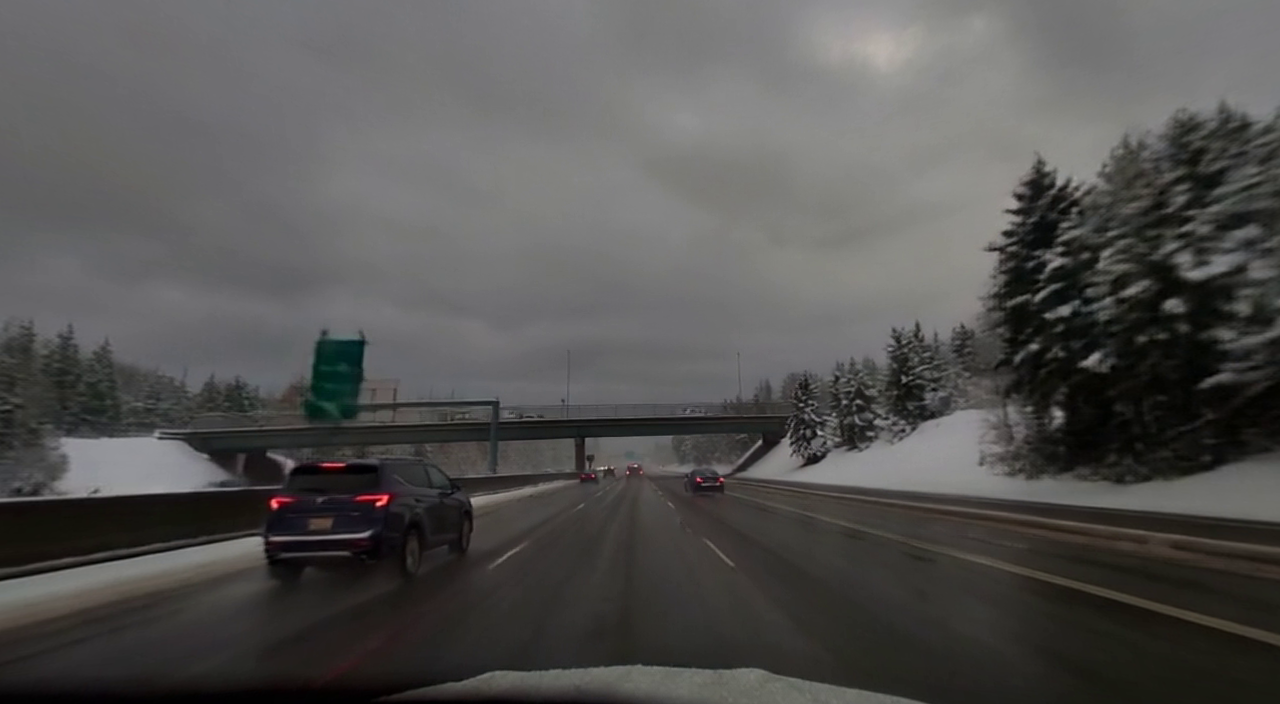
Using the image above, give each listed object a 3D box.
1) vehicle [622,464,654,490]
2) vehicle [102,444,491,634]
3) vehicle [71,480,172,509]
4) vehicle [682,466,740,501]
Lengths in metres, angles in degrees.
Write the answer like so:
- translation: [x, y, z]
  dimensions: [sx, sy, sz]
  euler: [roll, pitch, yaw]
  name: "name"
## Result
- translation: [-0.150, 9.059, 45.669]
  dimensions: [2.181, 1.698, 4.056]
  euler: [1, -10, 0]
  name: "vehicle"
- translation: [-3.340, 1.940, 7.382]
  dimensions: [2.099, 1.516, 4.308]
  euler: [1, -10, 0]
  name: "vehicle"
- translation: [-29.872, 8.197, 36.394]
  dimensions: [1.869, 1.447, 4.552]
  euler: [0, -10, 2]
  name: "vehicle"
- translation: [3.241, 6.151, 29.645]
  dimensions: [2.092, 1.518, 4.348]
  euler: [1, -10, -2]
  name: "vehicle"
